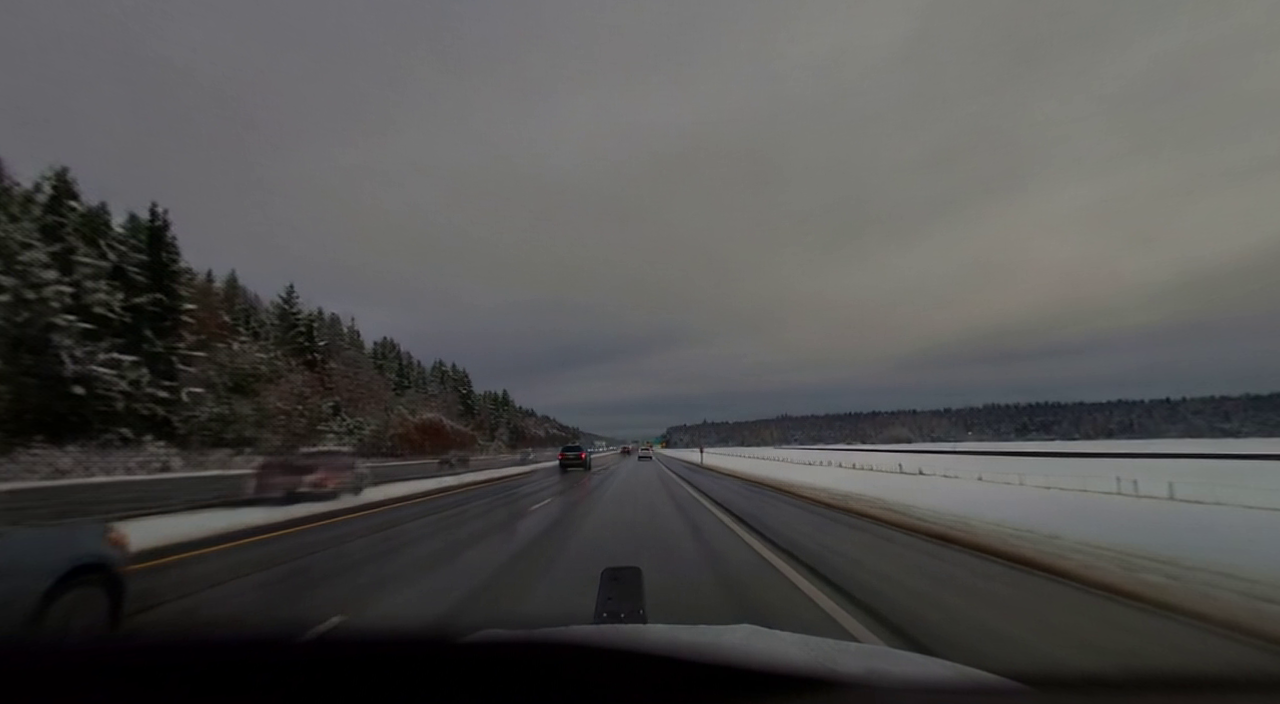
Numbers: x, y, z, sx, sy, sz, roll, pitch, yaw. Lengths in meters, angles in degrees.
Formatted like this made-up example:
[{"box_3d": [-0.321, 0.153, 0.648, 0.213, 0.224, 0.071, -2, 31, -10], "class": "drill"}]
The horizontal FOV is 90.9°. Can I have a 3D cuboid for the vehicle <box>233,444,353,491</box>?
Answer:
[{"box_3d": [-12.598, 4.214, 23.257, 1.943, 1.550, 4.277, 0, -9, 0], "class": "vehicle"}]

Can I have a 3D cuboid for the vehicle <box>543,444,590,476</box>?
[{"box_3d": [-4.053, 6.045, 35.562, 2.095, 1.664, 4.305, 0, -9, 0], "class": "vehicle"}]
